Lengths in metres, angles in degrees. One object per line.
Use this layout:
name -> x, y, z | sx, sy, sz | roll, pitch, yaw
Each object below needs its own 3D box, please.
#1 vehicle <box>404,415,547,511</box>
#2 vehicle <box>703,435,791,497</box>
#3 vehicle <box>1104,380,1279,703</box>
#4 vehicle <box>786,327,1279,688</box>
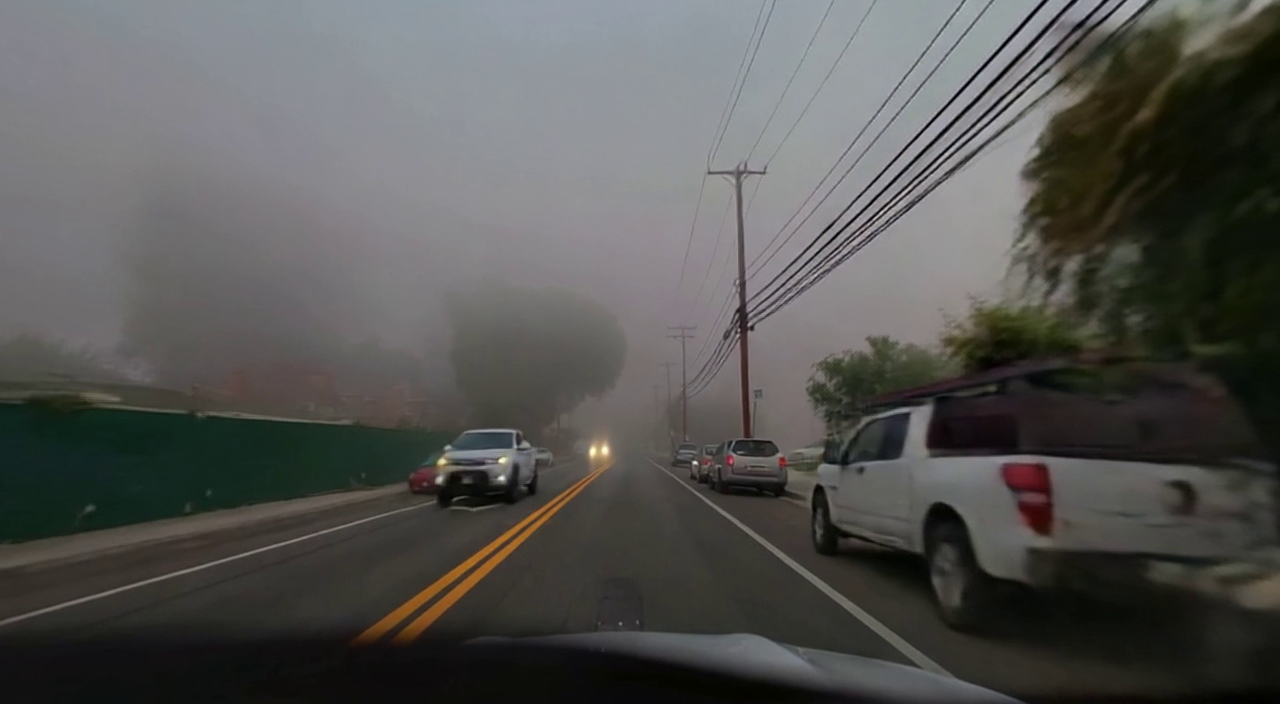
vehicle -> -3.721, 2.640, 15.399 | 2.194, 1.935, 4.807 | 0, -9, 0
vehicle -> 3.072, 3.352, 18.990 | 1.826, 1.614, 4.241 | 0, -9, -1
vehicle -> 3.379, 0.653, 0.903 | 1.914, 1.520, 4.455 | 0, -8, -2
vehicle -> 3.249, 1.235, 6.238 | 2.174, 2.049, 5.088 | 0, -8, -2
